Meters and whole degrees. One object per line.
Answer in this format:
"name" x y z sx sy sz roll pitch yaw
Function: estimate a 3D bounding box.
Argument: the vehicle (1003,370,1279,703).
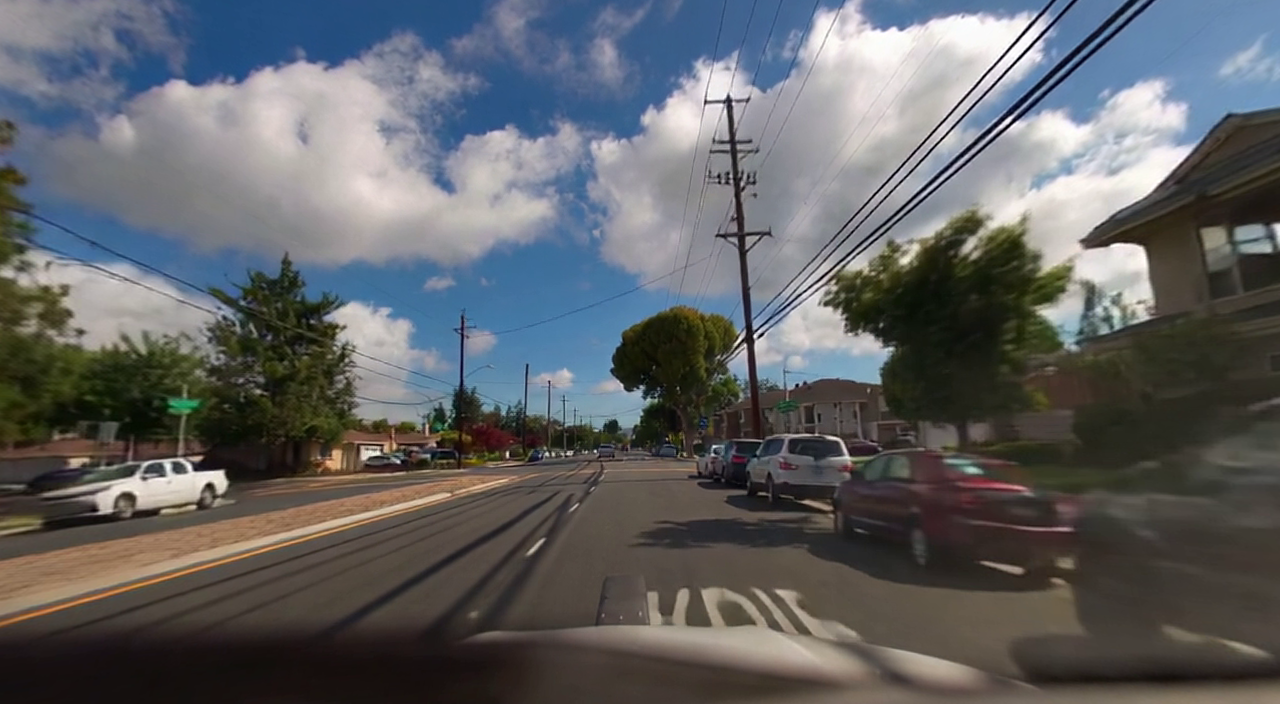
"vehicle" 3.856 0.907 2.498 1.914 1.737 4.703 0 -9 -2

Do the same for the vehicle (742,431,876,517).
"vehicle" 3.746 2.792 14.873 1.852 1.715 4.110 0 -9 -2

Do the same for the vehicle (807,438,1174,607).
"vehicle" 3.759 1.880 8.039 1.865 1.477 4.741 0 -9 -1

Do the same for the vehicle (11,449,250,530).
"vehicle" -13.788 3.678 17.778 2.229 1.878 5.540 1 -9 -2
